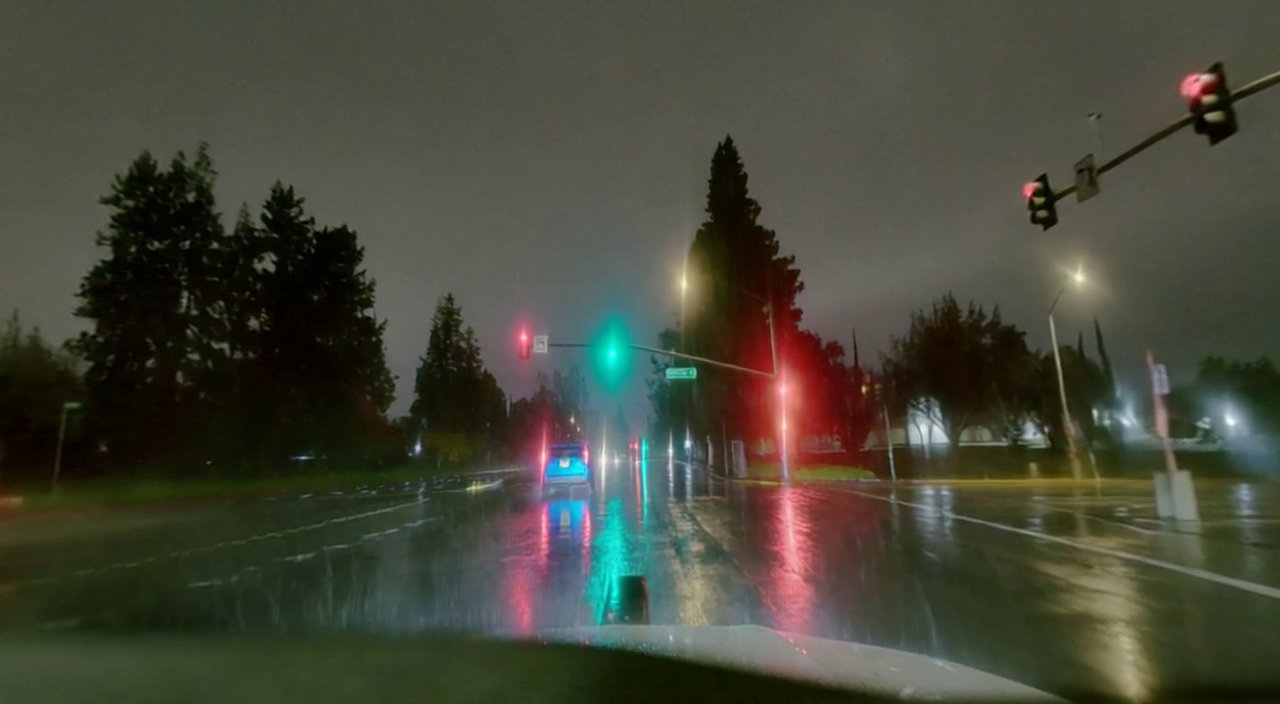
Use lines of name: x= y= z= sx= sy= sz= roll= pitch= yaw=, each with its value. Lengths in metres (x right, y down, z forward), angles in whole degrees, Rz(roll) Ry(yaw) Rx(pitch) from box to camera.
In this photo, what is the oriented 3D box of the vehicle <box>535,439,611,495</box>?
vehicle: x=-2.272 y=4.054 z=22.698 sx=2.123 sy=1.799 sz=4.425 roll=0 pitch=-8 yaw=2
